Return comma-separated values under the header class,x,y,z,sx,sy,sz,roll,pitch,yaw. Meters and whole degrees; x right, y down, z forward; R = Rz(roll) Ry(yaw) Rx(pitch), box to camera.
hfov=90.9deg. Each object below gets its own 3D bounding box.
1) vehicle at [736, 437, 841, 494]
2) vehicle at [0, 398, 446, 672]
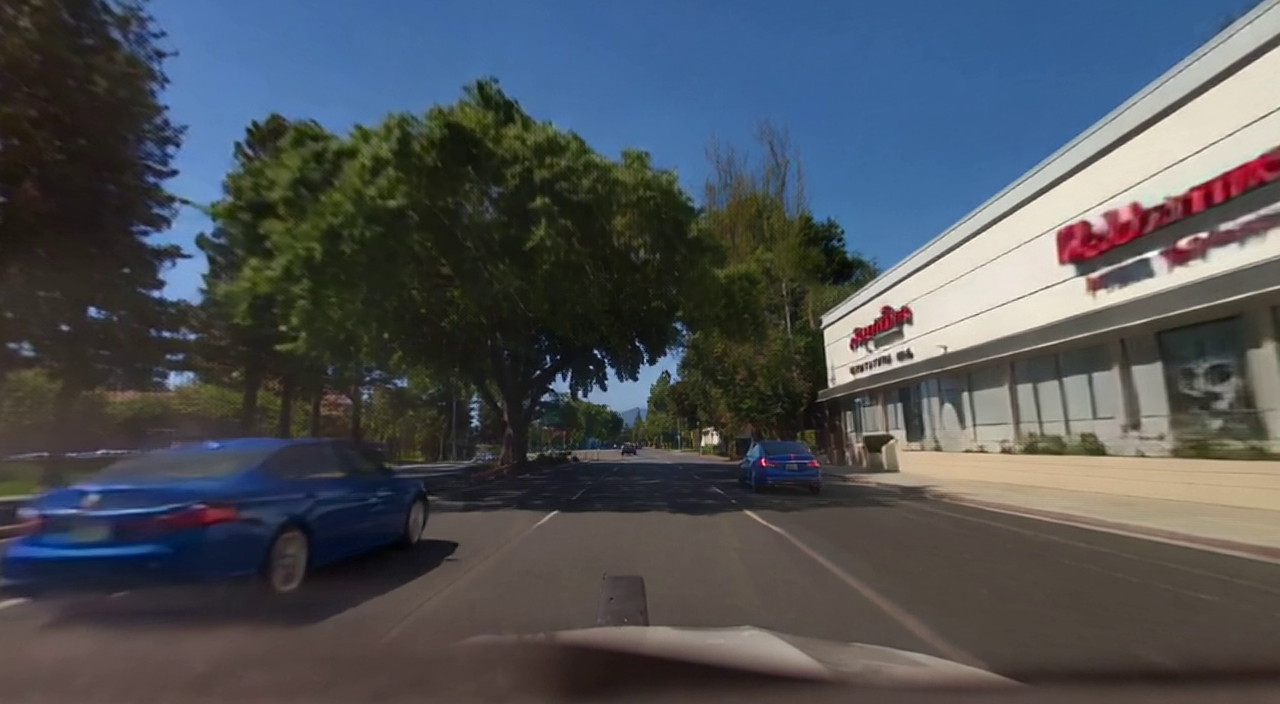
class,x,y,z,sx,sy,sz,roll,pitch,yaw
vehicle,4.191,3.270,18.608,1.977,1.474,4.399,0,-8,-1
vehicle,-3.471,1.323,5.671,2.001,1.504,4.212,0,-8,1
